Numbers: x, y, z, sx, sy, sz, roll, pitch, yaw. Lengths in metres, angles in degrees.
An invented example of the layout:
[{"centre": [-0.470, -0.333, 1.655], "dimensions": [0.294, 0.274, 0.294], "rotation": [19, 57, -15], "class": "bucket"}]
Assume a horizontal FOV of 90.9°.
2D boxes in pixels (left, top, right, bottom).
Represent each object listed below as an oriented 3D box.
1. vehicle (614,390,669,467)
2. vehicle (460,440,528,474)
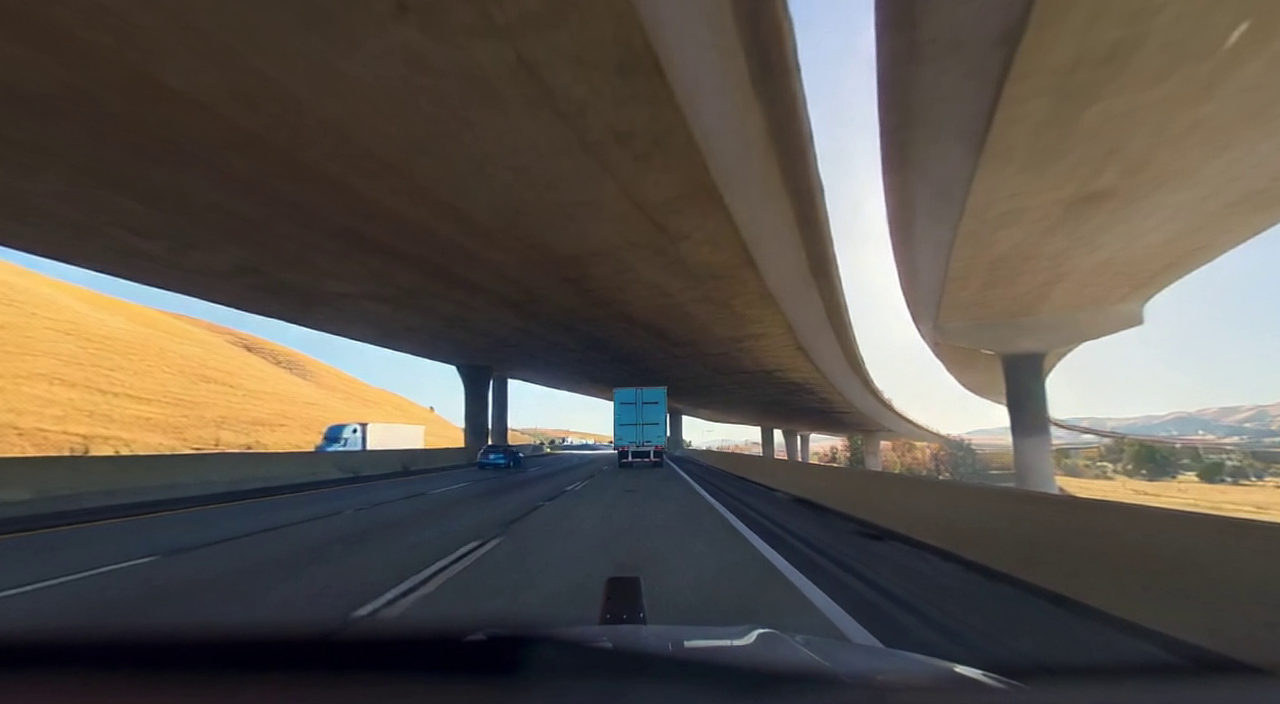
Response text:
[{"centre": [0.061, 4.839, 38.810], "dimensions": [2.866, 4.014, 11.261], "rotation": [0, -8, 0], "class": "vehicle"}, {"centre": [-6.965, 5.043, 30.585], "dimensions": [2.078, 1.496, 4.563], "rotation": [0, -8, 1], "class": "vehicle"}]
